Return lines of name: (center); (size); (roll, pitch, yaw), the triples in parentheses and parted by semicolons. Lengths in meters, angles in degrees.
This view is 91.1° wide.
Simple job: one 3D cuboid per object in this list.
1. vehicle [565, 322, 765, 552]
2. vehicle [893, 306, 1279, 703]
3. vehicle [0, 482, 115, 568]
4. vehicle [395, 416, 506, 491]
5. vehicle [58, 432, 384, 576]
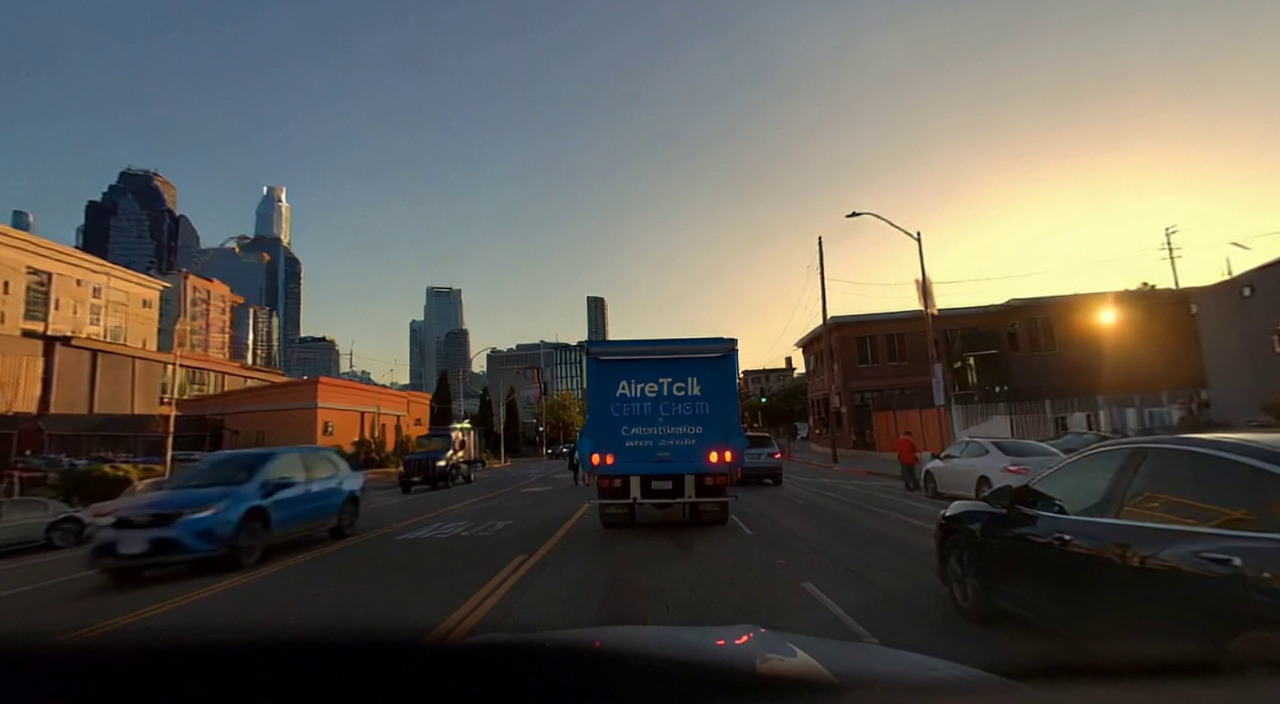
vehicle: (0.203, 1.509, 11.157); (2.517, 2.926, 6.177); (0, -9, -2)
vehicle: (3.364, 0.910, 3.415); (2.104, 1.786, 4.498); (0, -9, 1)
vehicle: (-13.512, 3.547, 12.771); (1.901, 1.508, 4.405); (0, -9, -1)
vehicle: (-9.079, 5.005, 31.255); (2.883, 3.199, 7.964); (0, -9, 1)
vehicle: (-5.967, 2.162, 9.814); (2.046, 1.711, 4.320); (0, -9, 1)
